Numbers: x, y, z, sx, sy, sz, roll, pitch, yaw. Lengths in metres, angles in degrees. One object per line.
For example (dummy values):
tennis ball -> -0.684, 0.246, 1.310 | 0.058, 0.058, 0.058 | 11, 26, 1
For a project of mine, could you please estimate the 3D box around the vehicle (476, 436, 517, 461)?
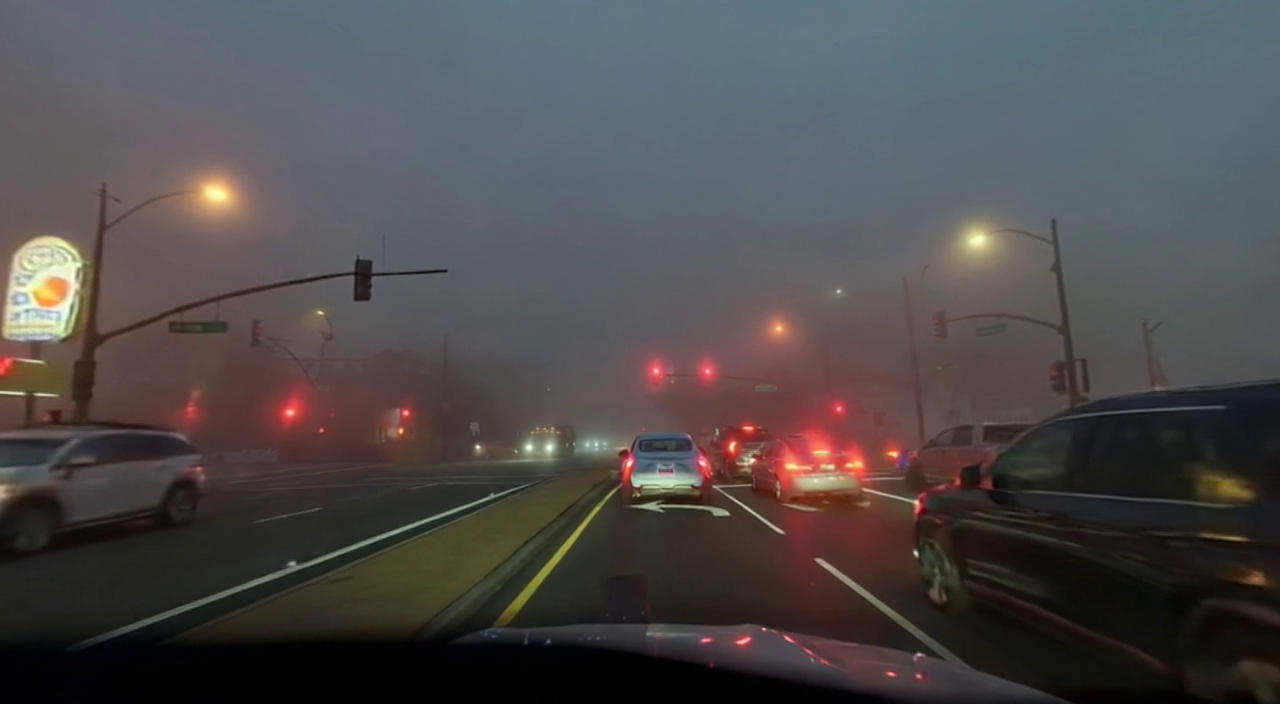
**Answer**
vehicle -> -11.249, 7.601, 49.657 | 2.122, 1.829, 4.559 | 0, -8, 1

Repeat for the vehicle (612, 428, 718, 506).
vehicle -> 0.482, 2.544, 14.371 | 2.073, 1.496, 3.892 | 0, -8, 0

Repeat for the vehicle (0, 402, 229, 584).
vehicle -> -7.623, 1.666, 8.193 | 2.106, 1.751, 4.554 | 1, -8, -10

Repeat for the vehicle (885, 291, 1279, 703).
vehicle -> 3.160, 0.831, 3.005 | 2.038, 1.787, 4.946 | 0, -8, 1

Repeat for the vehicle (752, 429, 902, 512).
vehicle -> 3.778, 2.462, 13.659 | 1.883, 1.480, 4.489 | 0, -8, 0
